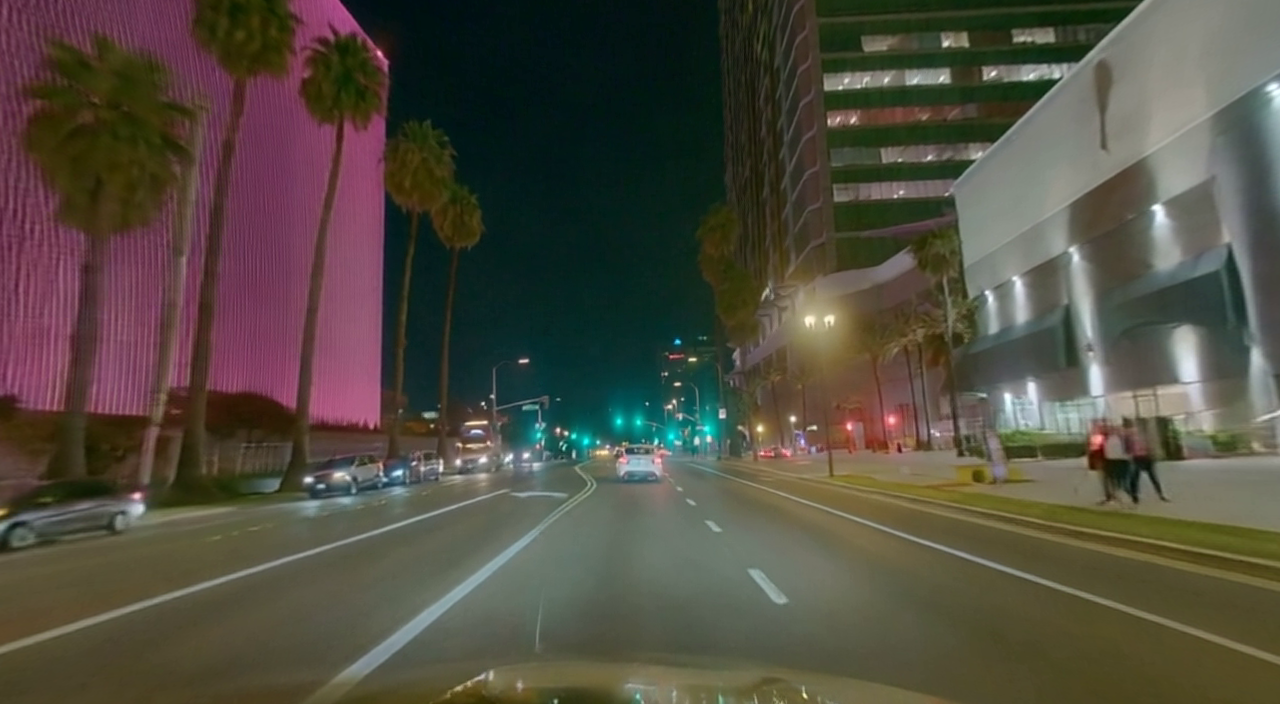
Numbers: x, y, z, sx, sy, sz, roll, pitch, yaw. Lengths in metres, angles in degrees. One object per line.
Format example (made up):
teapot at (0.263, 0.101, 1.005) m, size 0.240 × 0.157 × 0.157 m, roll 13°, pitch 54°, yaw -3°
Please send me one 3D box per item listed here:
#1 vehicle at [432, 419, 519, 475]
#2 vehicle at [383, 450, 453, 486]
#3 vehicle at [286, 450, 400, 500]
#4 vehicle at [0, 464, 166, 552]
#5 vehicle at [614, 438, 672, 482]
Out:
vehicle at (-12.062, 7.198, 47.569) m, size 3.058 × 3.443 × 12.503 m, roll -5°, pitch -9°, yaw 0°
vehicle at (-12.032, 6.280, 34.530) m, size 1.981 × 1.803 × 4.835 m, roll 0°, pitch -9°, yaw 1°
vehicle at (-12.304, 5.085, 26.522) m, size 2.308 × 1.839 × 4.793 m, roll -1°, pitch -9°, yaw 2°
vehicle at (-12.410, 3.169, 12.786) m, size 1.914 × 1.551 × 4.634 m, roll -4°, pitch -12°, yaw 0°
vehicle at (0.115, 4.340, 25.514) m, size 2.145 × 1.632 × 3.972 m, roll 0°, pitch -9°, yaw 0°
